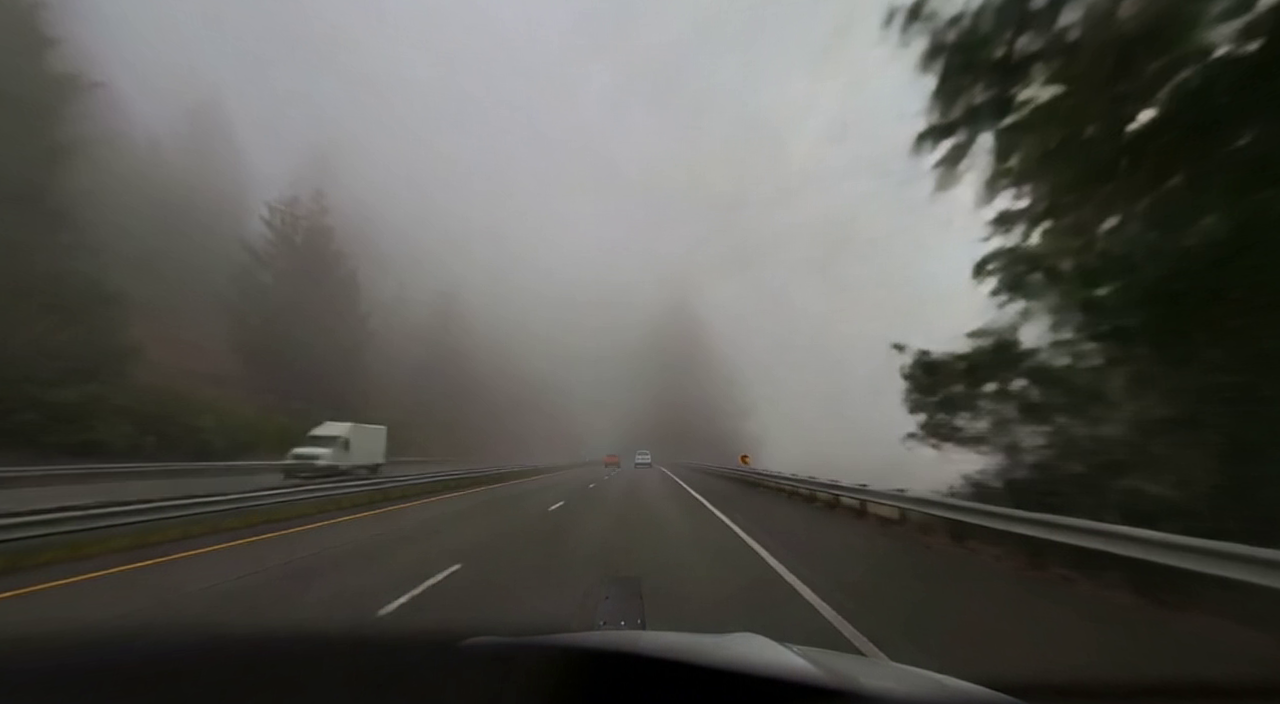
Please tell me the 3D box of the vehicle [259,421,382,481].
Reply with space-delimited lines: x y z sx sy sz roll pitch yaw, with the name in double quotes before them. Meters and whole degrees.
"vehicle" -16.693 5.274 33.620 2.588 2.812 7.119 0 -9 1
